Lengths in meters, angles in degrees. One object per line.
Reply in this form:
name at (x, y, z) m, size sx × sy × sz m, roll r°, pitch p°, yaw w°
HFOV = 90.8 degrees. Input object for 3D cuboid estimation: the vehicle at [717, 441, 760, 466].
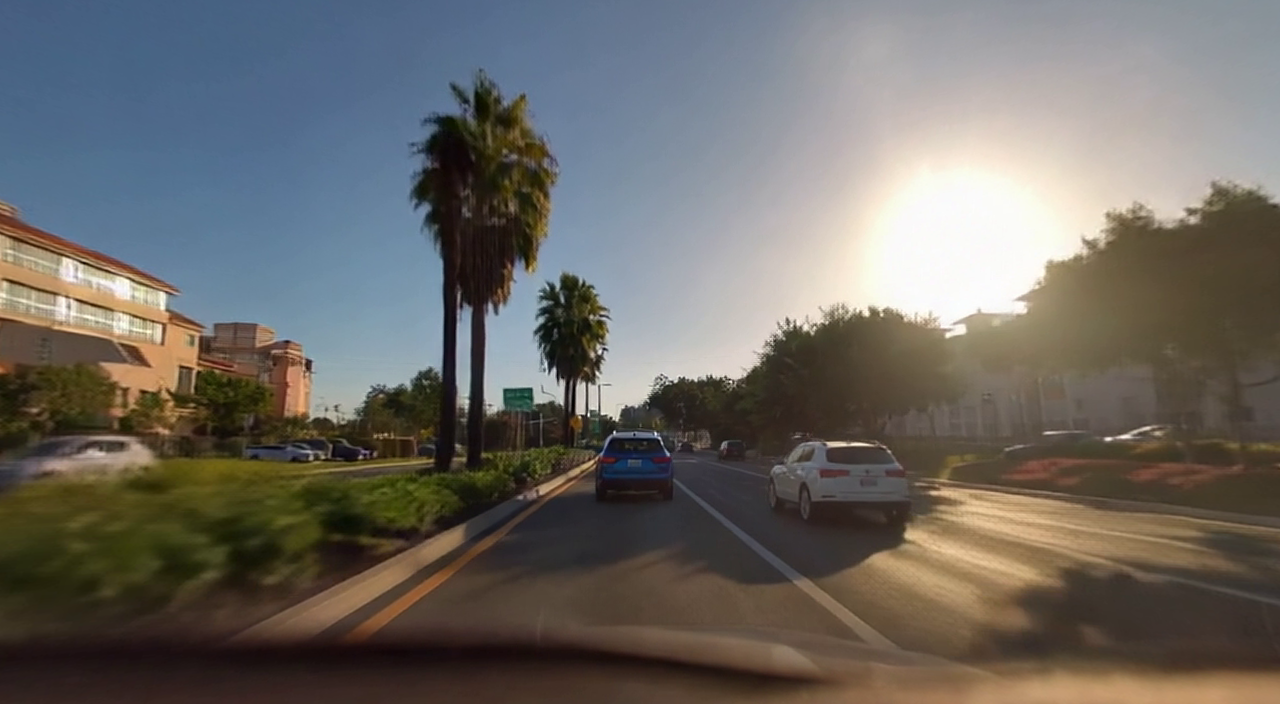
vehicle at (6.303, 6.538, 40.834) m, size 1.930 × 1.457 × 4.267 m, roll 0°, pitch -8°, yaw -2°

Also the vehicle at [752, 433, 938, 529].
vehicle at (3.620, 2.361, 12.224) m, size 1.941 × 1.472 × 4.570 m, roll 0°, pitch -8°, yaw -2°

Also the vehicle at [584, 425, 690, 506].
vehicle at (-0.090, 2.719, 15.539) m, size 2.239 × 1.693 × 4.301 m, roll 0°, pitch -8°, yaw -1°

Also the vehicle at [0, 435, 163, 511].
vehicle at (-17.656, 3.565, 19.362) m, size 2.127 × 1.883 × 5.167 m, roll 0°, pitch -6°, yaw -1°
